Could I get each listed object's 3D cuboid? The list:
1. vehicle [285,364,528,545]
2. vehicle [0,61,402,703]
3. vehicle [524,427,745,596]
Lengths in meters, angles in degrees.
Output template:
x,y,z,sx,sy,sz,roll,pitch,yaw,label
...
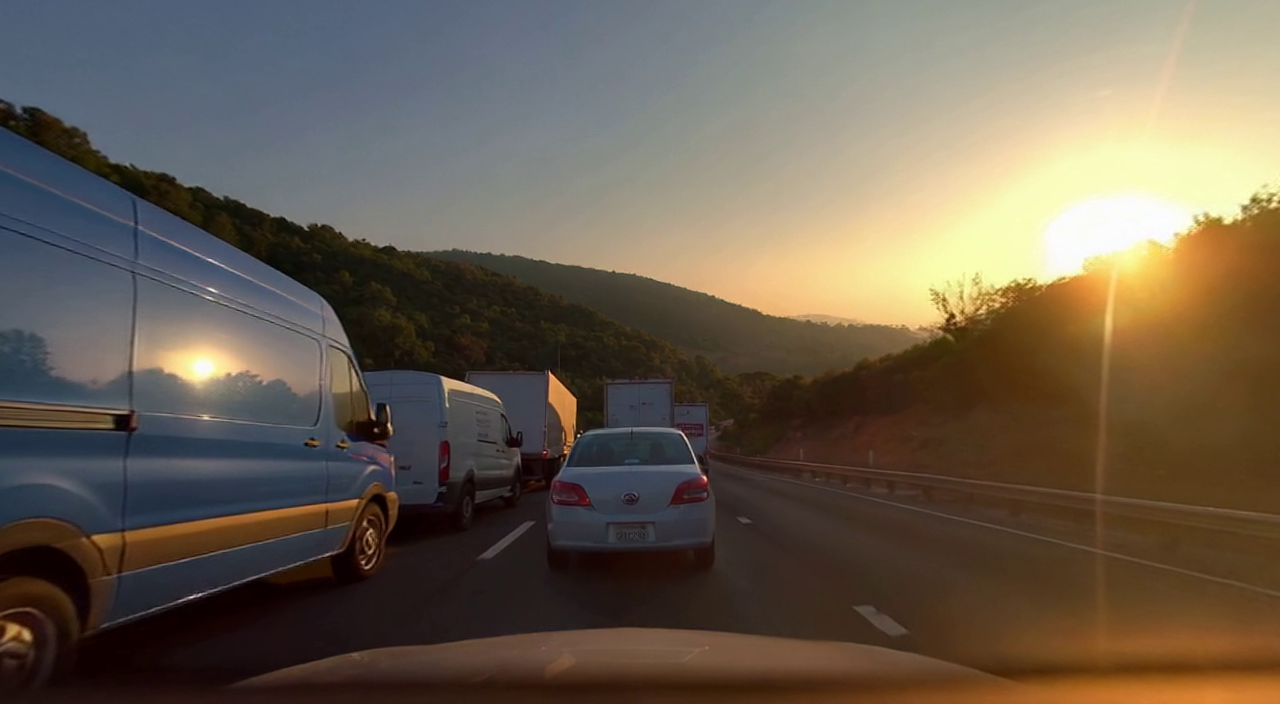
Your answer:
x,y,z,sx,sy,sz,roll,pitch,yaw,label
-4.038,2.021,12.768,2.349,2.643,6.807,0,-9,-1,vehicle
-4.036,0.429,4.494,2.254,2.879,6.656,0,-9,-2,vehicle
-0.094,1.710,7.478,1.995,1.495,3.380,0,-9,-1,vehicle
